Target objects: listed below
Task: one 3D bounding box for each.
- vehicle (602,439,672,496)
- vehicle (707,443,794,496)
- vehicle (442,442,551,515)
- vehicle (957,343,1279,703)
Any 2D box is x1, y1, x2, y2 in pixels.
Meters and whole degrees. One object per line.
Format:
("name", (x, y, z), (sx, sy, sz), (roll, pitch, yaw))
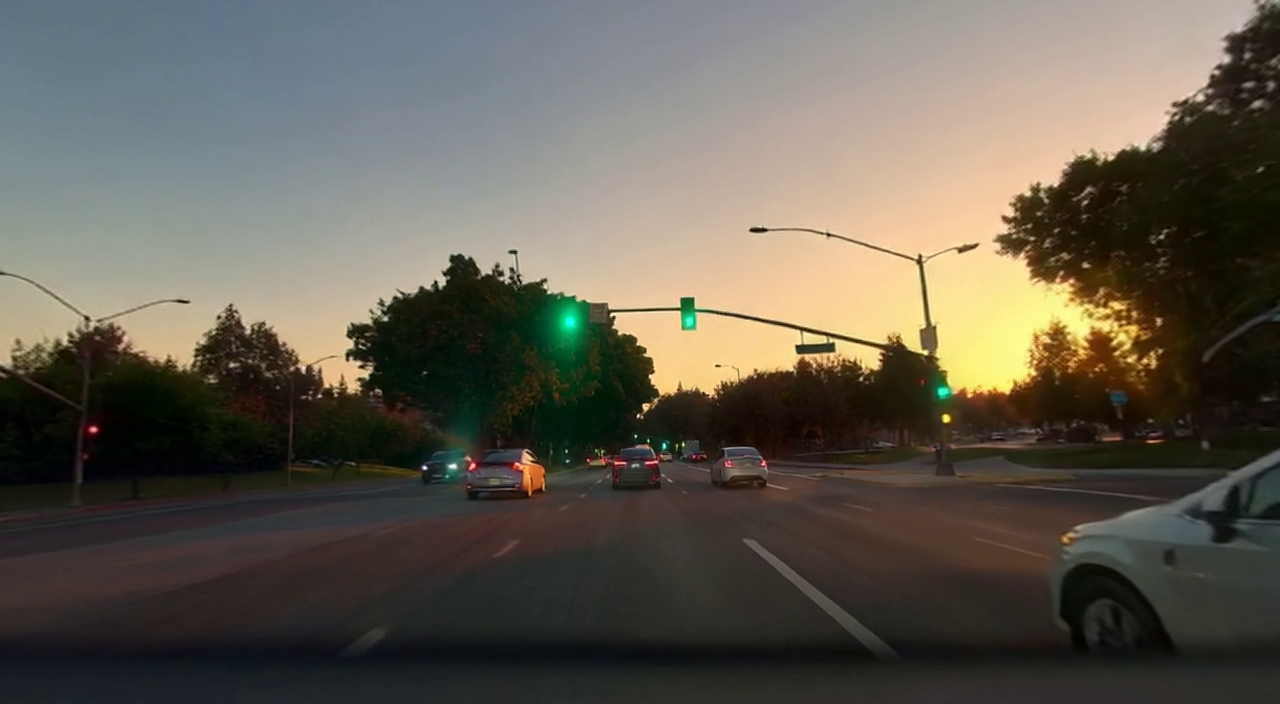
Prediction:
("vehicle", (-0.088, 3.873, 21.619), (2.150, 1.725, 4.096), (-1, -8, 0))
("vehicle", (3.497, 3.794, 20.843), (2.068, 1.541, 4.041), (0, -8, -1))
("vehicle", (-3.528, 3.154, 16.311), (1.823, 1.602, 4.061), (-1, -8, 0))
("vehicle", (3.283, 0.763, 2.030), (2.069, 1.644, 4.714), (-1, -8, 0))
